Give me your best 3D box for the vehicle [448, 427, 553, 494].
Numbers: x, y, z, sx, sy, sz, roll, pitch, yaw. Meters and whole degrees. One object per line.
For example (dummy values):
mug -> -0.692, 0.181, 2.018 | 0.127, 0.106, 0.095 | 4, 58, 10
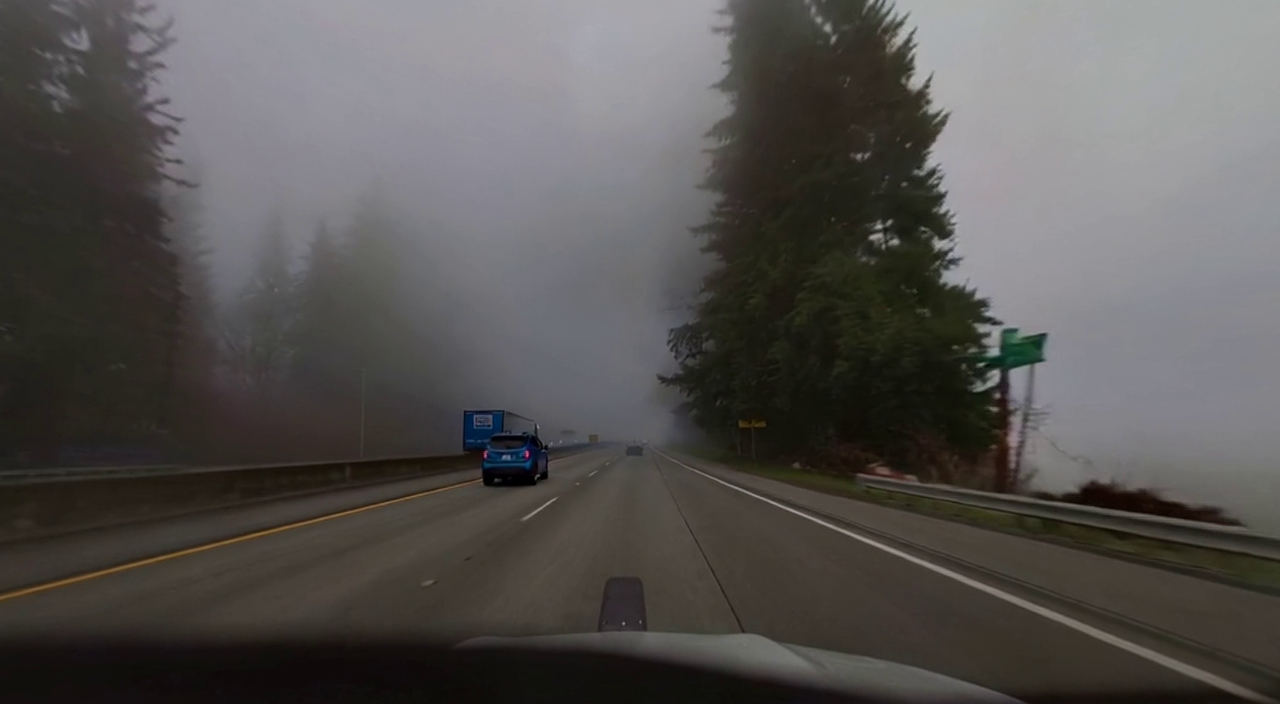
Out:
vehicle -> -4.030, 3.201, 19.042 | 2.084, 1.752, 4.479 | 0, -8, 1
